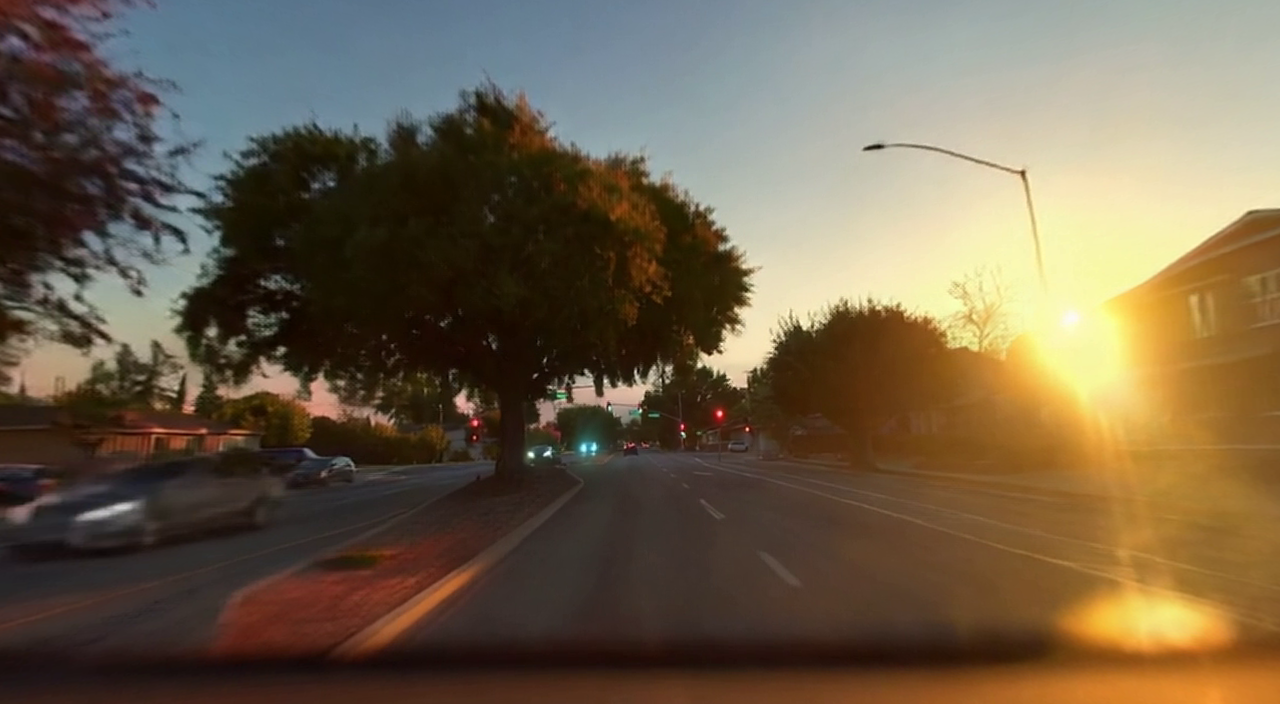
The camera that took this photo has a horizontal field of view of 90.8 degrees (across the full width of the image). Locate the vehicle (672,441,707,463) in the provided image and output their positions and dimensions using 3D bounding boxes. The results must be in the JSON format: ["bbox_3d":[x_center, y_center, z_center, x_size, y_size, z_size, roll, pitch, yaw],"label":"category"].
[{"bbox_3d":[3.589,7.323,46.399,2.133,1.494,4.265,0,-9,-2],"label":"vehicle"}]

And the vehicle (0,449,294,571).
[{"bbox_3d":[-7.697,2.316,10.090,1.931,1.483,4.246,0,-8,0],"label":"vehicle"}]

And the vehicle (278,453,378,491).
[{"bbox_3d":[-13.499,5.206,27.705,1.992,1.453,4.439,0,-8,2],"label":"vehicle"}]
